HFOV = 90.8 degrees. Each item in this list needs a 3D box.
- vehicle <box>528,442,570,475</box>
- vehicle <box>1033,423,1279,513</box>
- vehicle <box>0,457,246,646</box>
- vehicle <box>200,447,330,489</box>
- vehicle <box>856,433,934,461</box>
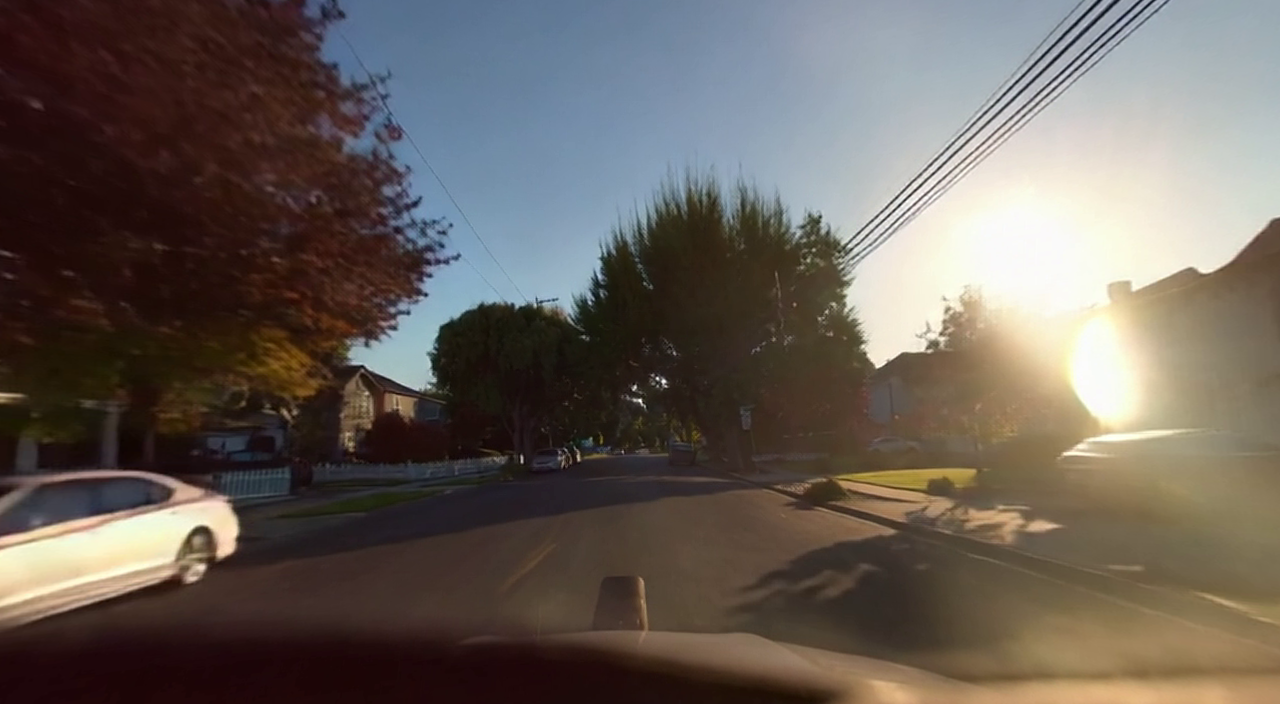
[{"bbox_3d":[-6.150,7.229,43.311,2.050,1.911,4.852,-3,-8,0],"label":"vehicle"},{"bbox_3d":[10.339,2.132,11.837,4.629,1.504,1.945,0,-9,-1],"label":"vehicle"},{"bbox_3d":[-5.929,1.782,5.875,1.891,1.362,4.301,-3,-8,-1],"label":"vehicle"},{"bbox_3d":[-16.389,5.087,27.778,4.402,1.741,1.951,0,-9,-2],"label":"vehicle"},{"bbox_3d":[16.984,6.371,42.262,4.268,1.788,2.156,-1,-9,1],"label":"vehicle"}]
